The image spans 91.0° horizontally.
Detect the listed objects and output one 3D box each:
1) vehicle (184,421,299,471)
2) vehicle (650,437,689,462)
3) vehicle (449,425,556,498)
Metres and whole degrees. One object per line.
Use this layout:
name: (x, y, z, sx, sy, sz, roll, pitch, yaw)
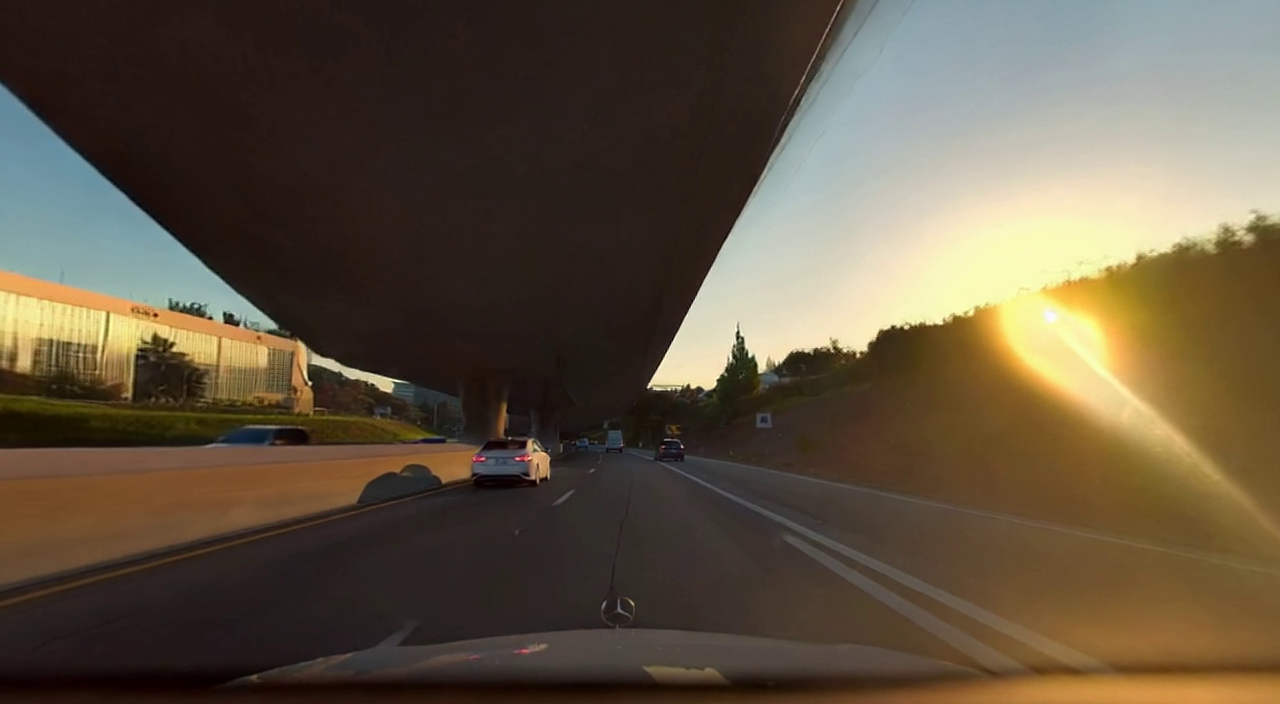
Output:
vehicle: (-17.403, 4.117, 27.830, 2.115, 1.986, 4.769, 0, -8, -3)
vehicle: (1.993, 6.790, 43.851, 2.078, 1.608, 3.982, 0, -8, -6)
vehicle: (-3.635, 2.966, 17.480, 2.080, 1.733, 4.410, 0, -8, -1)
